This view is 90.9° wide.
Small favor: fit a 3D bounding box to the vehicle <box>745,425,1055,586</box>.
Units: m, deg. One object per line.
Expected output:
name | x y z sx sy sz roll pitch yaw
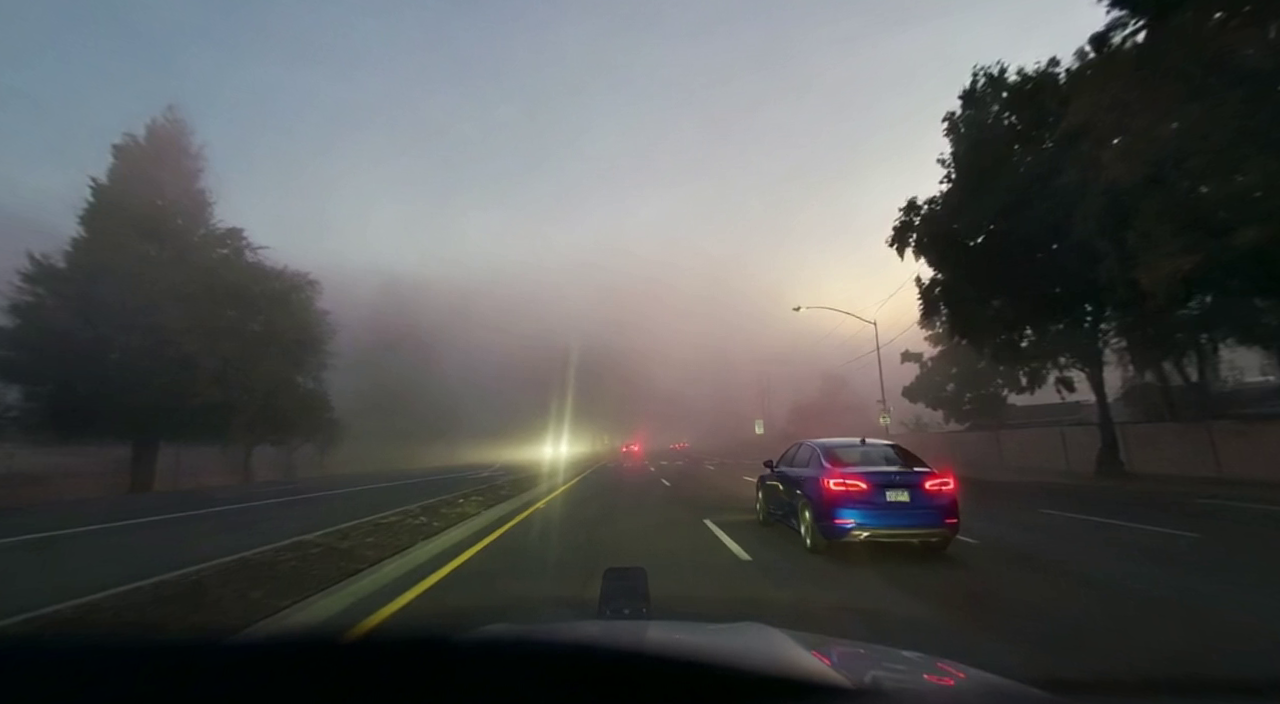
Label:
vehicle | 2.781 1.741 8.052 2.063 1.481 4.247 0 -8 -1
